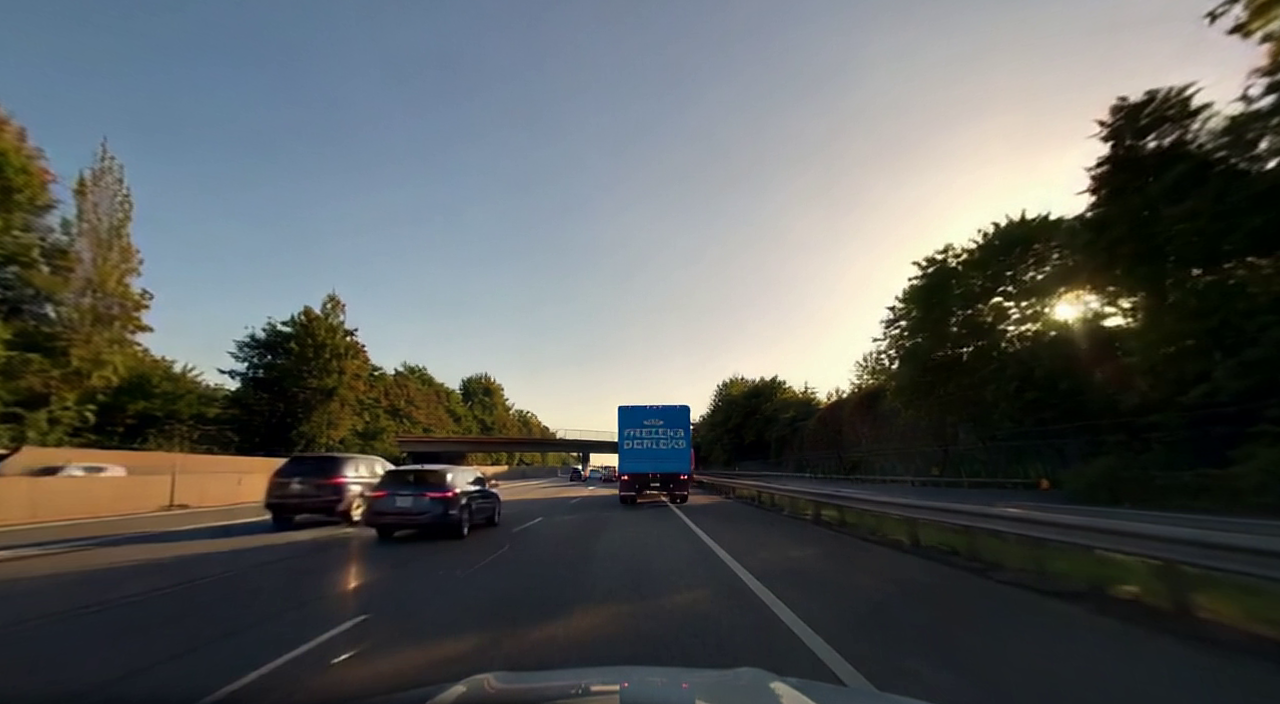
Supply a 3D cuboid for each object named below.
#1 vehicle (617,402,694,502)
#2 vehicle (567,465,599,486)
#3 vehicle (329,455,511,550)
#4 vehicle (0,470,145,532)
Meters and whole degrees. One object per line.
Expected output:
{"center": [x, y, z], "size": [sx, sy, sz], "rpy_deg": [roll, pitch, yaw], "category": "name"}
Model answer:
{"center": [0.505, 4.717, 29.137], "size": [2.980, 3.834, 9.423], "rpy_deg": [1, -10, -1], "category": "vehicle"}
{"center": [-4.355, 9.544, 48.920], "size": [2.060, 1.535, 4.109], "rpy_deg": [1, -10, 0], "category": "vehicle"}
{"center": [-4.096, 2.898, 12.728], "size": [1.978, 1.516, 4.617], "rpy_deg": [1, -10, 0], "category": "vehicle"}
{"center": [-16.111, 4.045, 17.496], "size": [1.762, 1.459, 3.631], "rpy_deg": [1, -10, -2], "category": "vehicle"}
